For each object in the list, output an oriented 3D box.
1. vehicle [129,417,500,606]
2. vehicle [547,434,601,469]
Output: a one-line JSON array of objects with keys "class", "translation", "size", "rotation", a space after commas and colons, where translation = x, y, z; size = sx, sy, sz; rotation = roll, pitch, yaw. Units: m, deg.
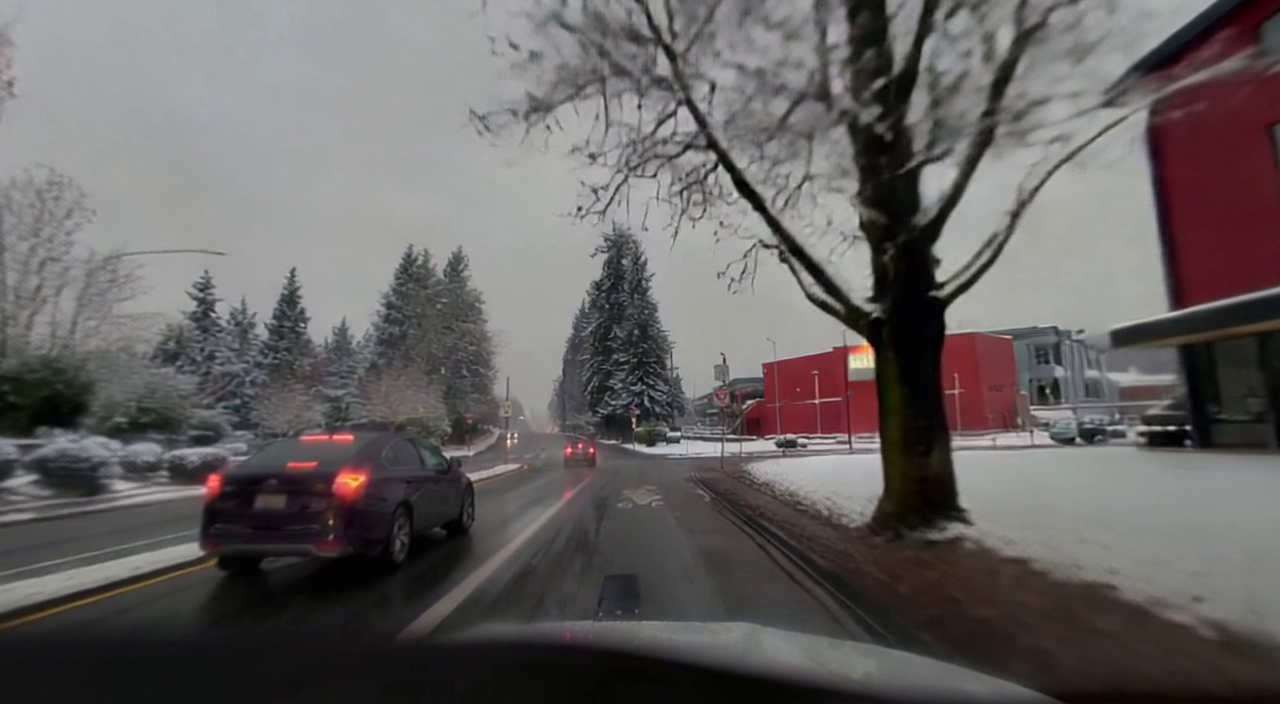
[{"class": "vehicle", "translation": [-3.072, 1.558, 7.208], "size": [1.853, 1.478, 4.381], "rotation": [0, -8, 1]}, {"class": "vehicle", "translation": [-2.925, 4.486, 28.654], "size": [1.962, 1.424, 4.289], "rotation": [0, -8, 1]}]
